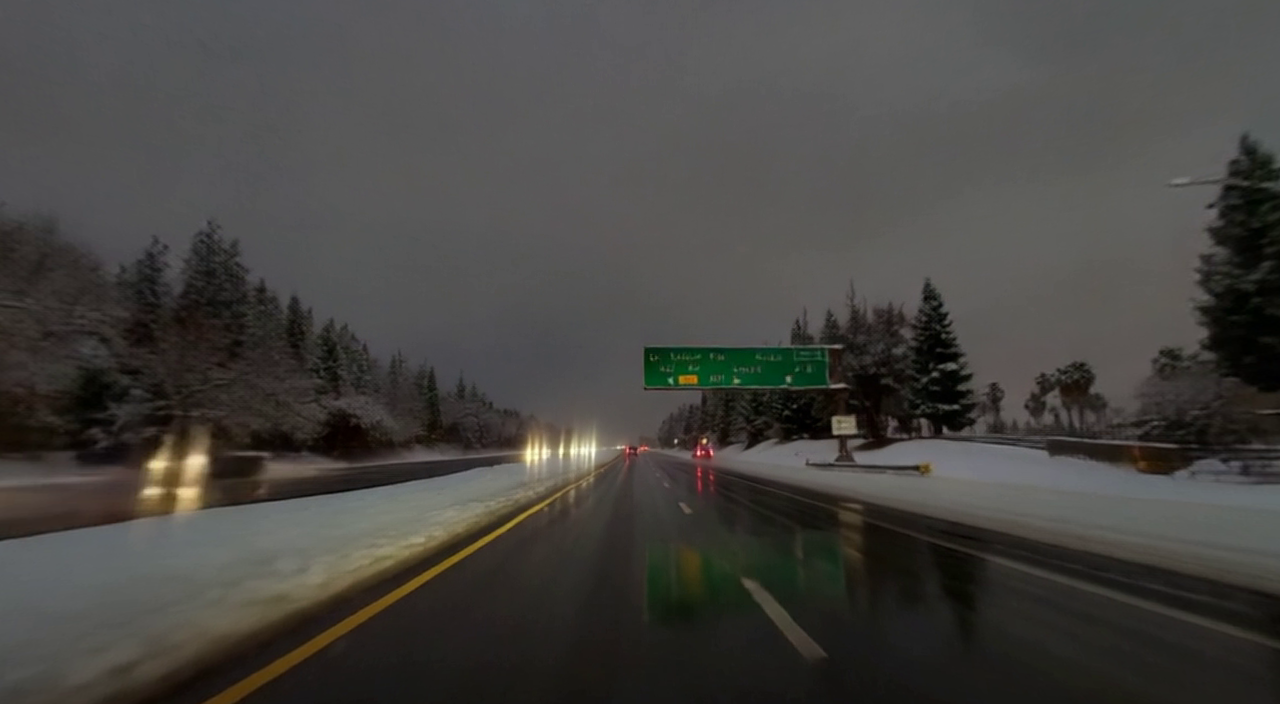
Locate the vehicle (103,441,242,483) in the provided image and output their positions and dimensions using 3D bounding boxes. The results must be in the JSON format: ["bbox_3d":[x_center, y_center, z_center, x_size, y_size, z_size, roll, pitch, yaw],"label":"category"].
[{"bbox_3d":[-18.003,4.232,24.670,1.822,1.442,4.664,0,-9,1],"label":"vehicle"}]
